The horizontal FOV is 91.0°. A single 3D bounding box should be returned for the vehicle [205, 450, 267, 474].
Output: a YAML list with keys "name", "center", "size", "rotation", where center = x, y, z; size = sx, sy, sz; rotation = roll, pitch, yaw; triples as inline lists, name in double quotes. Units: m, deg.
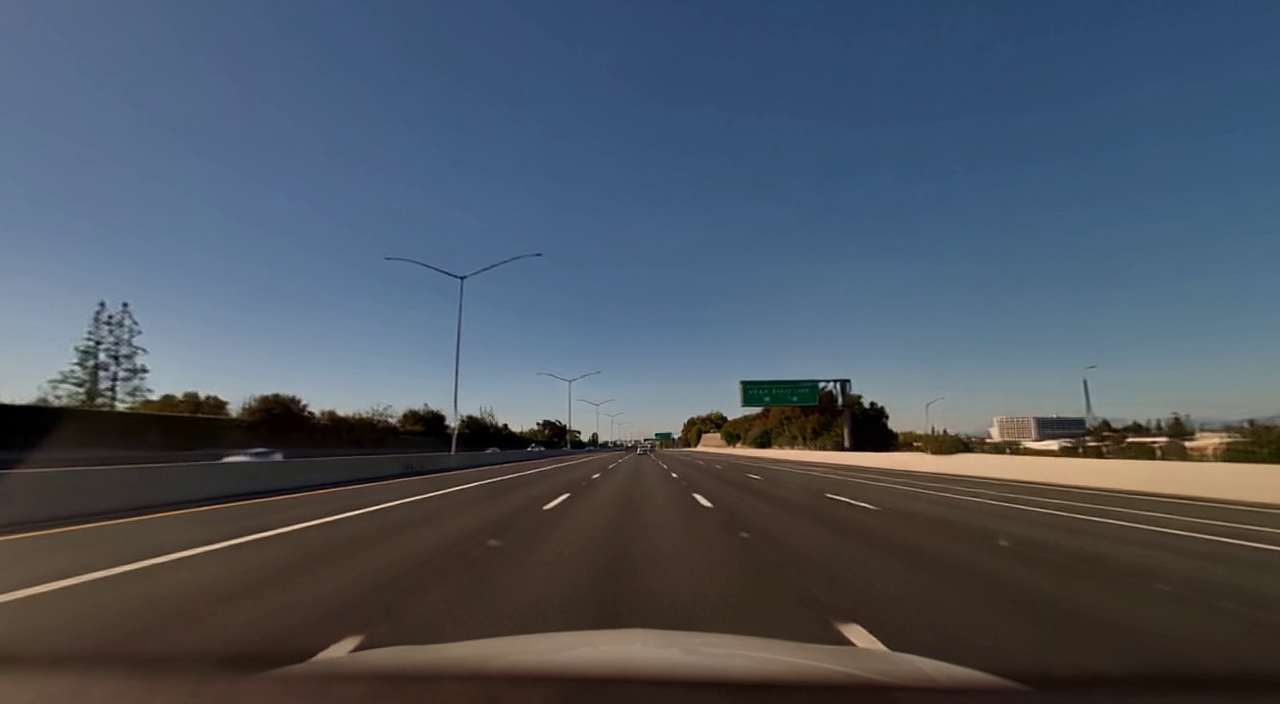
- name: "vehicle"
  center: [-25.606, 6.958, 40.058]
  size: [1.575, 1.431, 3.580]
  rotation: [0, -9, -1]
